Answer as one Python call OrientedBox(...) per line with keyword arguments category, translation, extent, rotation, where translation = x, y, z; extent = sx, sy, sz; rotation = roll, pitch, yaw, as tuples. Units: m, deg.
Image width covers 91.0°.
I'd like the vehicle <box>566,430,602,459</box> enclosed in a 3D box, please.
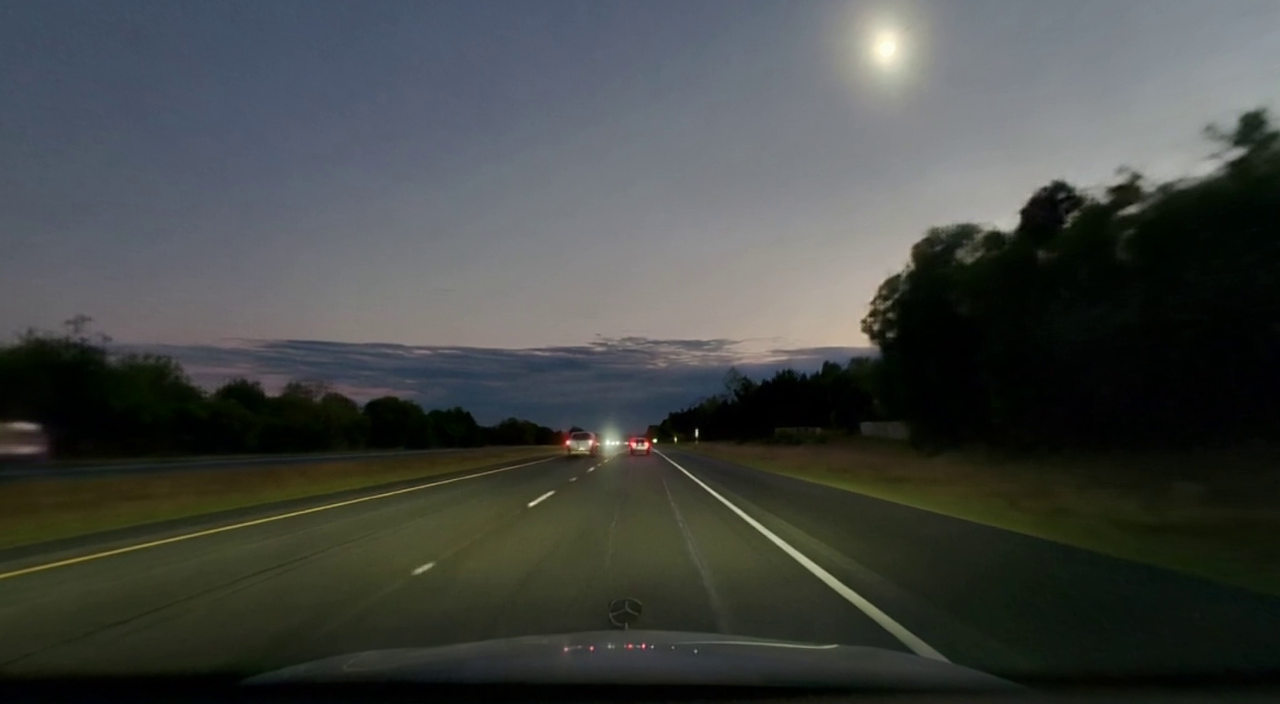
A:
OrientedBox(category="vehicle", translation=(-4.034, 6.788, 46.210), extent=(2.241, 2.034, 4.890), rotation=(0, -8, 0))
